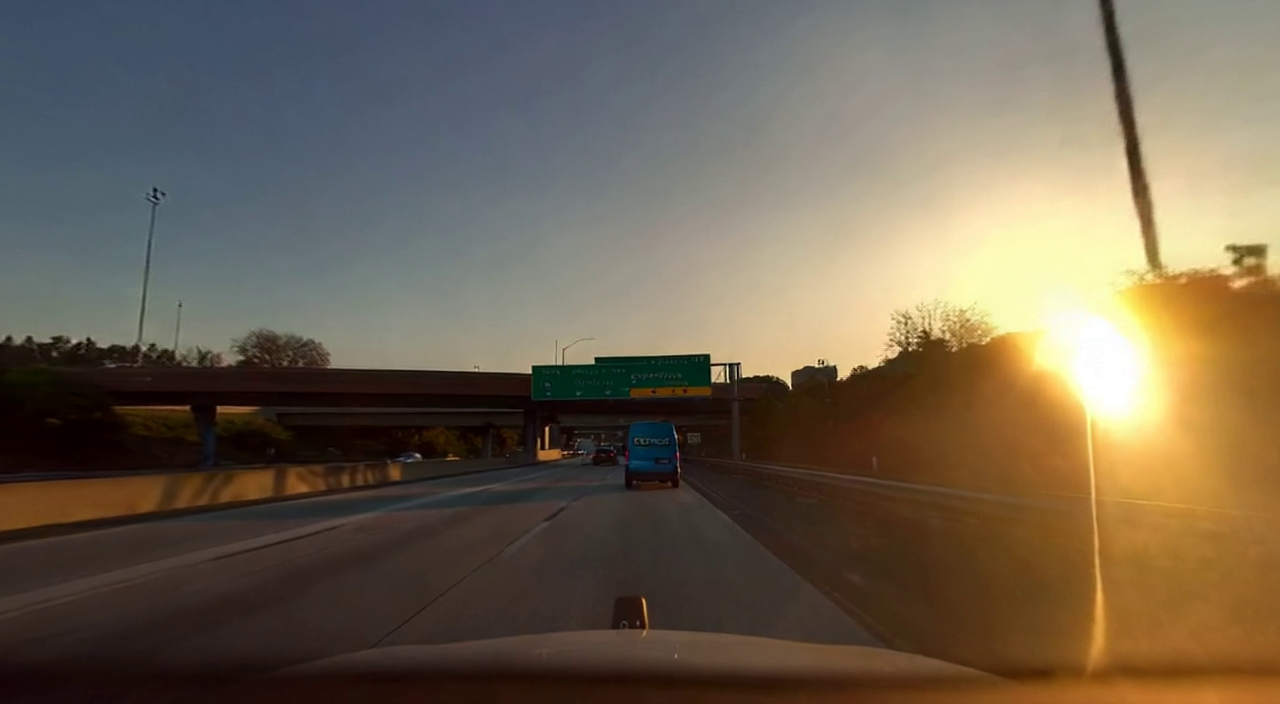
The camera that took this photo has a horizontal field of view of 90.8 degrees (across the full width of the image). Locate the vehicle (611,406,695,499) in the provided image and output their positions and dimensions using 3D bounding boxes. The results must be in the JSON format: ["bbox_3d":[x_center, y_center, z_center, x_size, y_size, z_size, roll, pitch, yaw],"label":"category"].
[{"bbox_3d":[0.290,3.203,20.287,2.332,2.558,5.314,0,-9,-2],"label":"vehicle"}]
